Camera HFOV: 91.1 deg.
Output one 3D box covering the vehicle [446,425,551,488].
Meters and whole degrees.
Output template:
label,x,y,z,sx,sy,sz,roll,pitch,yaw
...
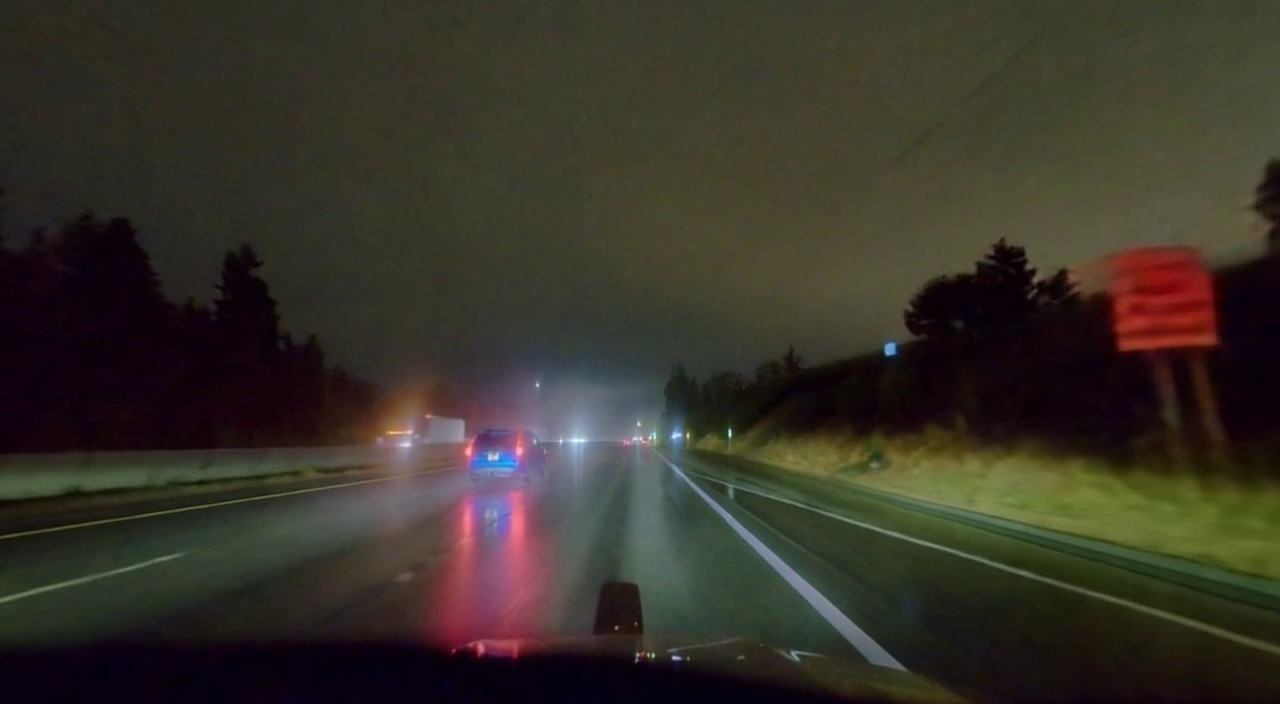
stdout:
label,x,y,z,sx,sy,sz,roll,pitch,yaw
vehicle,-4.150,3.139,19.219,2.125,1.662,4.336,0,-8,1
